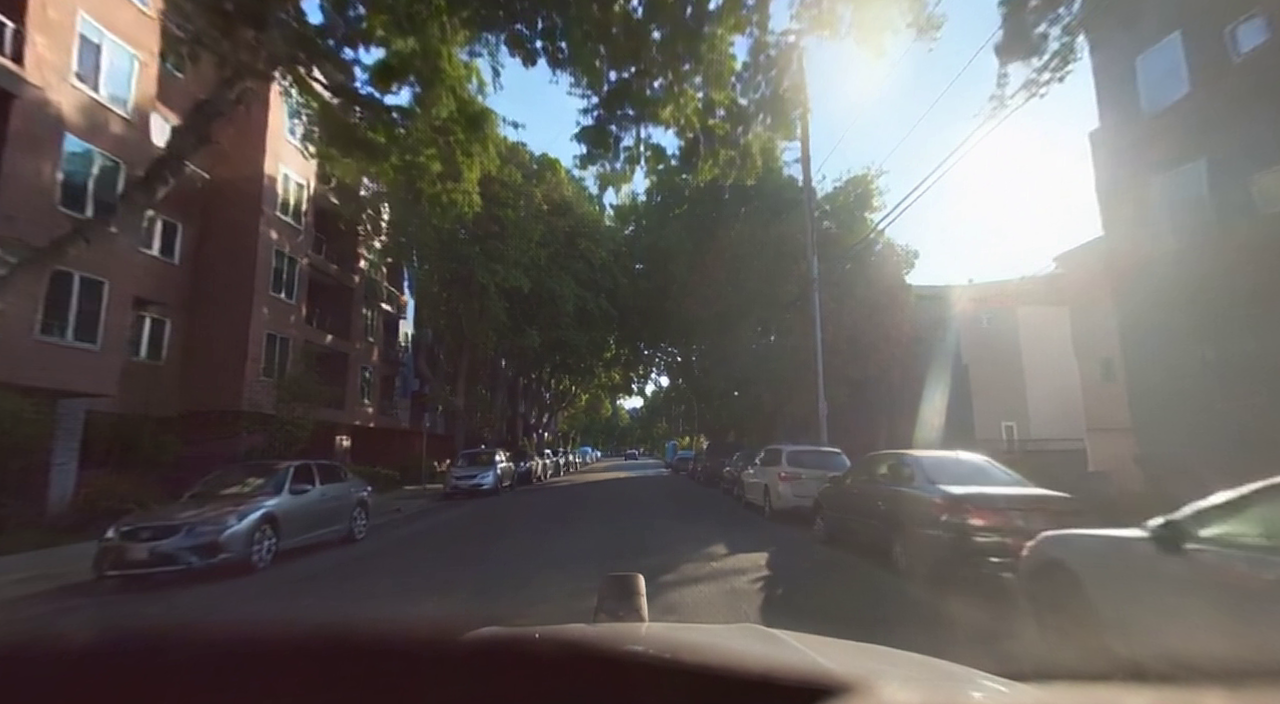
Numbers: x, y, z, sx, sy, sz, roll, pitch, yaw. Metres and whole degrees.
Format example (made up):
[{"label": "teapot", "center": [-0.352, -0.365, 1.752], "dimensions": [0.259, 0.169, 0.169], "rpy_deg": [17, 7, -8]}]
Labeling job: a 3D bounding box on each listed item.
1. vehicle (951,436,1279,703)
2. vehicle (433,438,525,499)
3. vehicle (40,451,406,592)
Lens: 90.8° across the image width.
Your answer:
[{"label": "vehicle", "center": [3.643, 1.135, 2.898], "dimensions": [1.881, 1.460, 4.737], "rpy_deg": [0, -9, -2]}, {"label": "vehicle", "center": [-5.484, 4.037, 22.213], "dimensions": [2.069, 1.881, 4.697], "rpy_deg": [0, -9, -1]}, {"label": "vehicle", "center": [-5.255, 2.157, 8.977], "dimensions": [2.080, 1.458, 4.511], "rpy_deg": [0, -9, 0]}]
